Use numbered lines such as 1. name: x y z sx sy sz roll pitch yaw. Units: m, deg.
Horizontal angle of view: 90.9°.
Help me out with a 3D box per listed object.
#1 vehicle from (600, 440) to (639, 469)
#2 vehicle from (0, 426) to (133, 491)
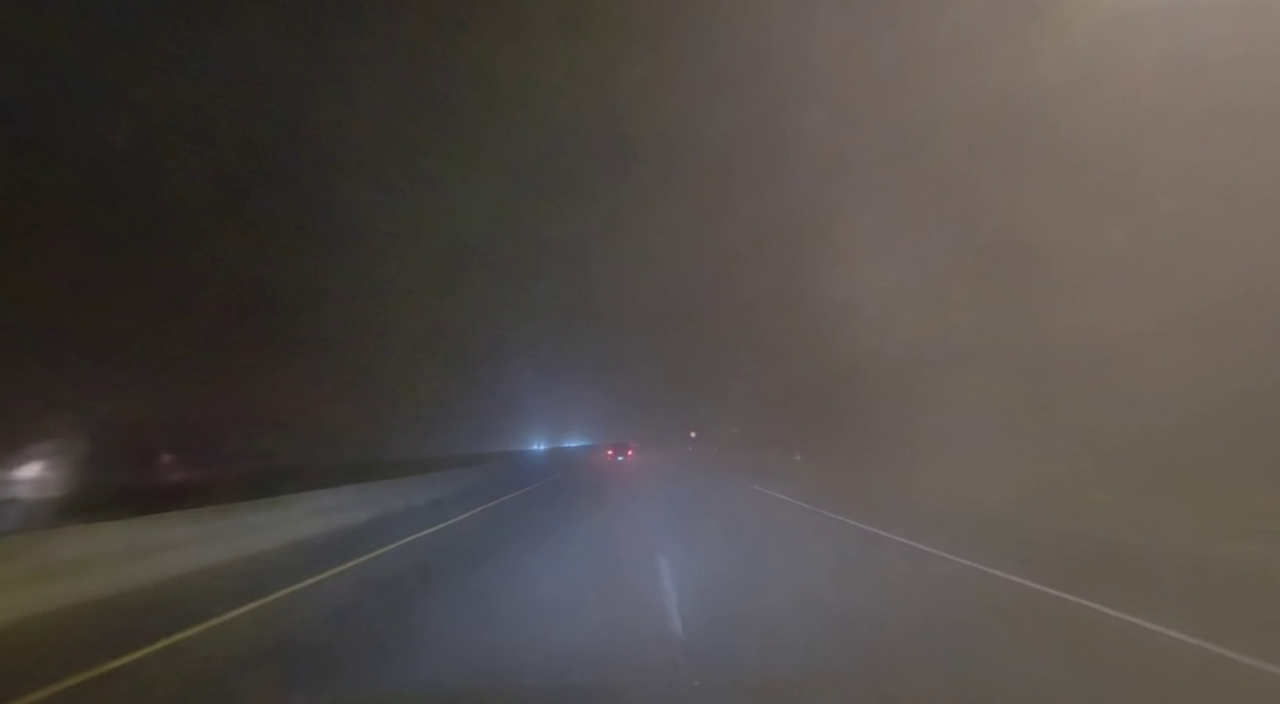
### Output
1. vehicle: -1.097 5.591 34.518 1.991 1.475 4.302 0 -8 -2
2. vehicle: -20.604 3.539 21.130 2.248 1.954 5.866 0 -8 1
